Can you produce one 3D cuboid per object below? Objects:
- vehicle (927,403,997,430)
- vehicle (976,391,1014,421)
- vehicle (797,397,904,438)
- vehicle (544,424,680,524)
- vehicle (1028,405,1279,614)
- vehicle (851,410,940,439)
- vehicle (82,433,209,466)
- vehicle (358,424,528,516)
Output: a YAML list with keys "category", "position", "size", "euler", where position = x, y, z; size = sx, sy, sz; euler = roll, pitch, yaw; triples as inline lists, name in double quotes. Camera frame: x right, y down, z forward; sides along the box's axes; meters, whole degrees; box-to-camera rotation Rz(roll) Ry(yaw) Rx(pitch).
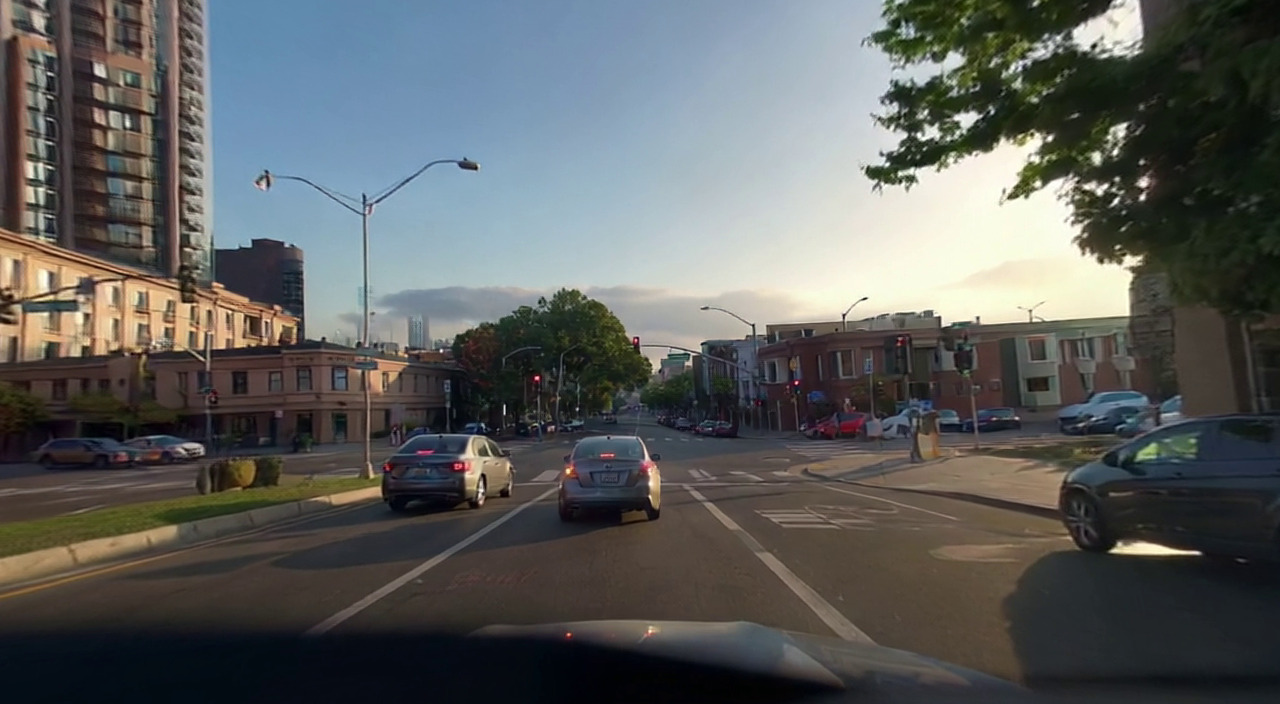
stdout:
- category: "vehicle"
  position: [21.187, 4.300, 41.443]
  size: [5.017, 1.542, 2.055]
  euler: [6, -11, -38]
- category: "vehicle"
  position: [27.075, 4.169, 48.053]
  size: [2.152, 1.993, 5.078]
  euler: [-6, -10, 31]
- category: "vehicle"
  position: [13.772, 4.358, 41.374]
  size: [6.541, 2.480, 2.259]
  euler: [3, -9, -19]
- category: "vehicle"
  position: [-0.437, 2.159, 11.681]
  size: [2.082, 1.520, 3.896]
  euler: [0, -8, 0]
- category: "vehicle"
  position: [6.217, 1.431, 6.106]
  size: [1.904, 1.705, 4.510]
  euler: [0, -8, -2]
- category: "vehicle"
  position: [15.174, 4.333, 37.529]
  size: [4.775, 1.604, 1.915]
  euler: [3, -9, -21]
- category: "vehicle"
  position: [-23.223, 4.595, 29.756]
  size: [4.453, 1.471, 1.921]
  euler: [-1, -8, 4]
- category: "vehicle"
  position: [-3.700, 2.304, 12.839]
  size: [1.934, 1.522, 4.464]
  euler: [0, -8, 1]
